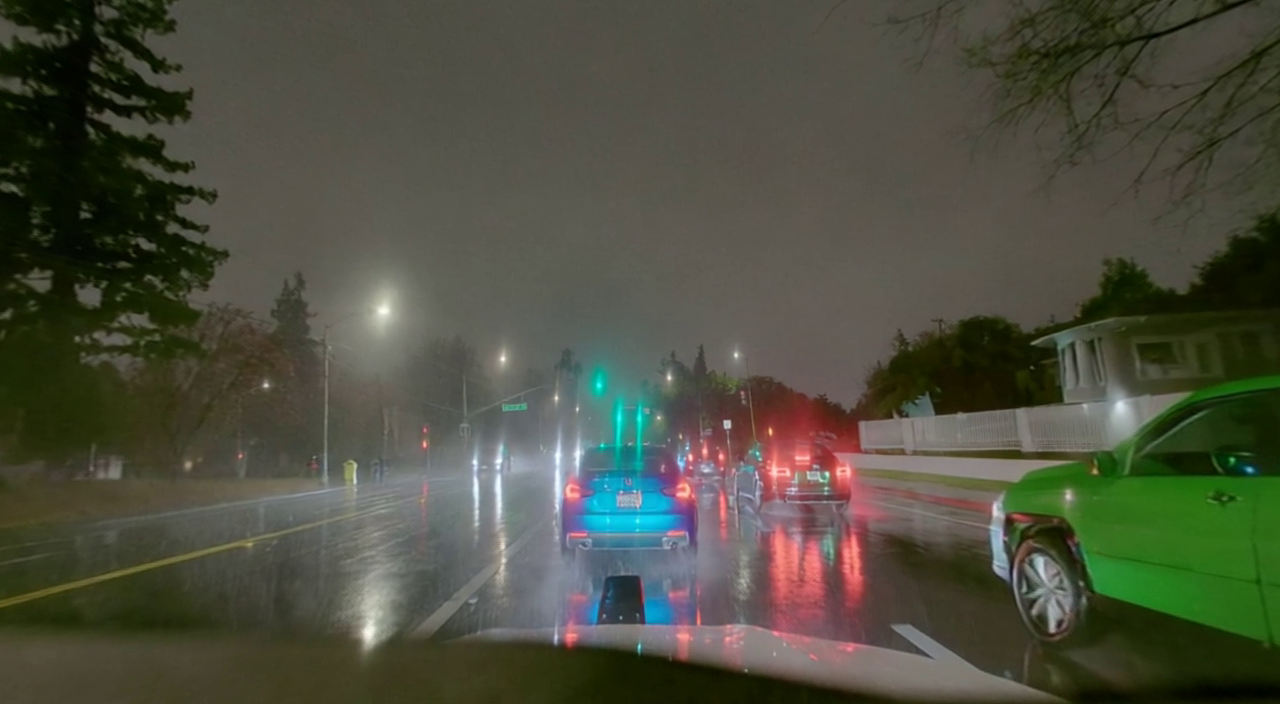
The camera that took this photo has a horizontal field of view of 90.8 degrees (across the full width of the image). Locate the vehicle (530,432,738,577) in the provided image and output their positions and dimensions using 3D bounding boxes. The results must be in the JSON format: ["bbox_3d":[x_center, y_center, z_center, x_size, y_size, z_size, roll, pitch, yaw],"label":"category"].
[{"bbox_3d":[-0.108,1.913,8.782,2.186,1.500,4.141,0,-8,-1],"label":"vehicle"}]

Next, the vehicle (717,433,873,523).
[{"bbox_3d":[2.944,2.503,13.129,1.971,1.517,4.521,0,-8,-2],"label":"vehicle"}]

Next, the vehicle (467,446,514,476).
[{"bbox_3d":[-9.253,6.768,39.413,1.996,1.680,4.203,-2,-8,-2],"label":"vehicle"}]

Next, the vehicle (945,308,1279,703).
[{"bbox_3d":[3.375,0.765,2.602,2.006,1.766,4.345,0,-8,0],"label":"vehicle"}]

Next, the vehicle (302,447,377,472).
[{"bbox_3d":[-19.862,7.098,41.864,3.957,1.630,1.881,0,-8,0],"label":"vehicle"}]
